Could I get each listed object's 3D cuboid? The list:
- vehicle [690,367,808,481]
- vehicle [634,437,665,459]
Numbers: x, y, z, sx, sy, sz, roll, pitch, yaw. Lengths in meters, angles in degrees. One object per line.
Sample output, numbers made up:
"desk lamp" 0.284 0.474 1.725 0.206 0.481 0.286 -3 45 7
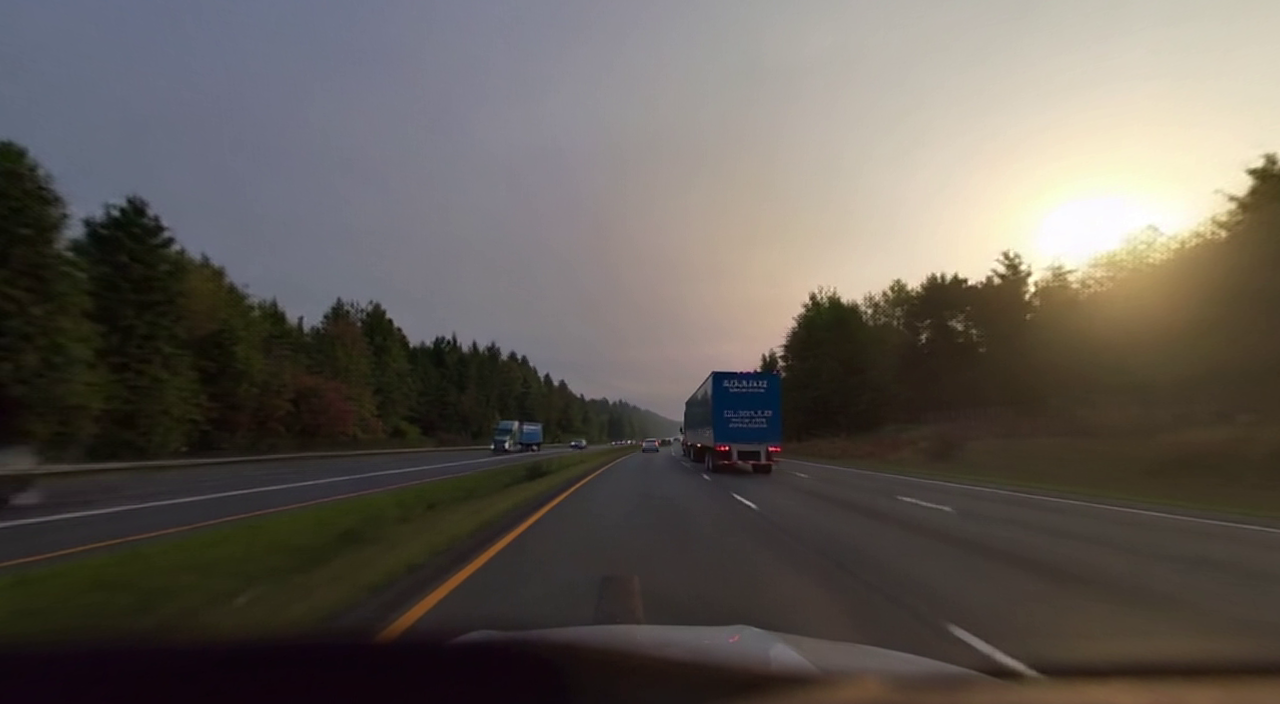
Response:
"vehicle" 4.410 3.455 29.381 3.171 4.072 13.784 0 -8 0
"vehicle" 0.713 7.079 46.650 2.209 1.499 4.144 0 -8 1
